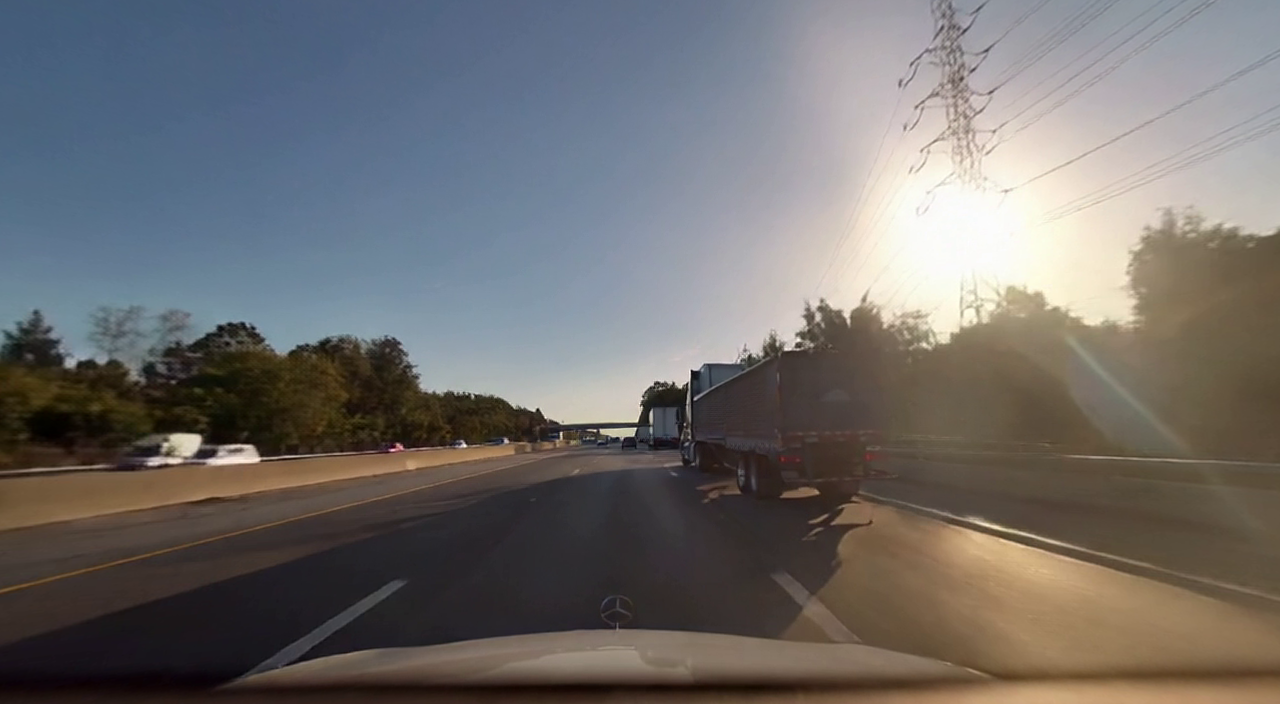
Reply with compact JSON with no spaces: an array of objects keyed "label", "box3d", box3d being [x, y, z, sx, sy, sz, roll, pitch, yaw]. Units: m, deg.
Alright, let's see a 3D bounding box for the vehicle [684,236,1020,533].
[{"label":"vehicle","box3d":[3.360,1.338,15.680,2.905,4.080,14.157,0,-8,-2]}]
